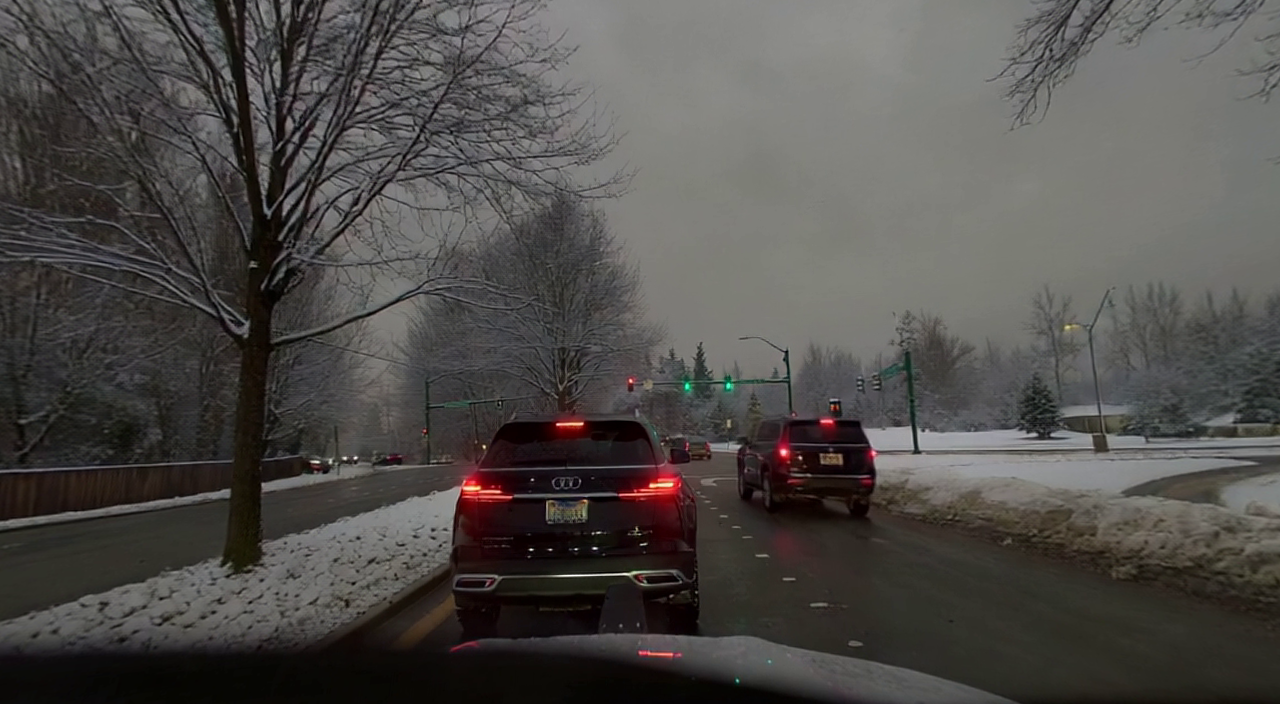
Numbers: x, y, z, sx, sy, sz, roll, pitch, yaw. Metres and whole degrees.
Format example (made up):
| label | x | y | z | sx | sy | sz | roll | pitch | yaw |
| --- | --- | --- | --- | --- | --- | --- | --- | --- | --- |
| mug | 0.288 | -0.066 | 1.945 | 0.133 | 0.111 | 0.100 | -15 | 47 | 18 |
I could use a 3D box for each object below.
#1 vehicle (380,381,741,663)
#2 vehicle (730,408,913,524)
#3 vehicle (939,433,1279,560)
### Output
| label | x | y | z | sx | sy | sz | roll | pitch | yaw |
| --- | --- | --- | --- | --- | --- | --- | --- | --- | --- |
| vehicle | -0.429 | 1.351 | 6.073 | 2.201 | 1.709 | 4.271 | 0 | -9 | 2 |
| vehicle | 3.364 | 2.258 | 12.980 | 2.200 | 1.909 | 4.853 | 0 | -9 | -1 |
| vehicle | 6.602 | 2.011 | 9.605 | 1.894 | 1.445 | 4.565 | 0 | -9 | 0 |
